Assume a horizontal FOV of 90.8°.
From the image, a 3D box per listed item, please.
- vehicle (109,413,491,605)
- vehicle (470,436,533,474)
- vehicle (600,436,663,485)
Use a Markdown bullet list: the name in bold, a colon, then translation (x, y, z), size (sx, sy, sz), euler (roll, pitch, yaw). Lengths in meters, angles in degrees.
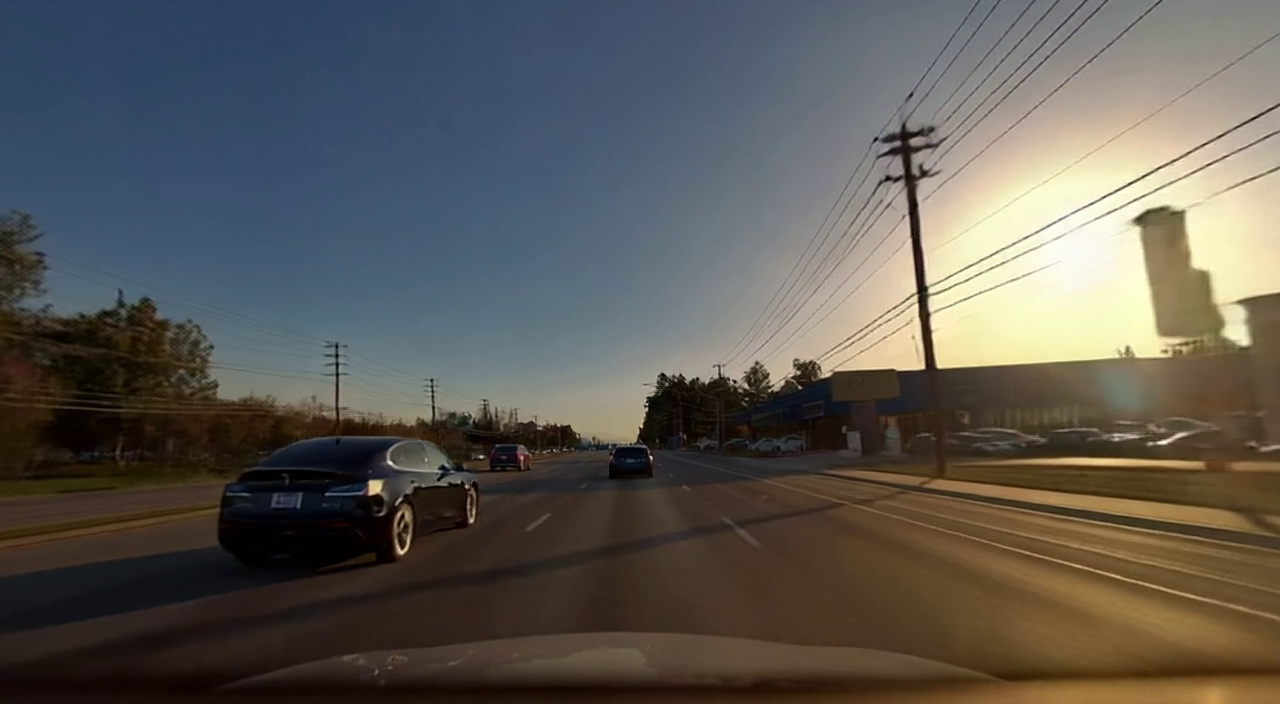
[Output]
- **vehicle**: translation (-3.456, 1.695, 7.846), size (1.985, 1.607, 4.892), euler (0, -8, 1)
- **vehicle**: translation (-7.208, 5.424, 33.479), size (2.203, 1.819, 4.547), euler (0, -8, 1)
- **vehicle**: translation (-0.289, 4.071, 23.998), size (2.189, 1.652, 4.135), euler (0, -8, 0)
